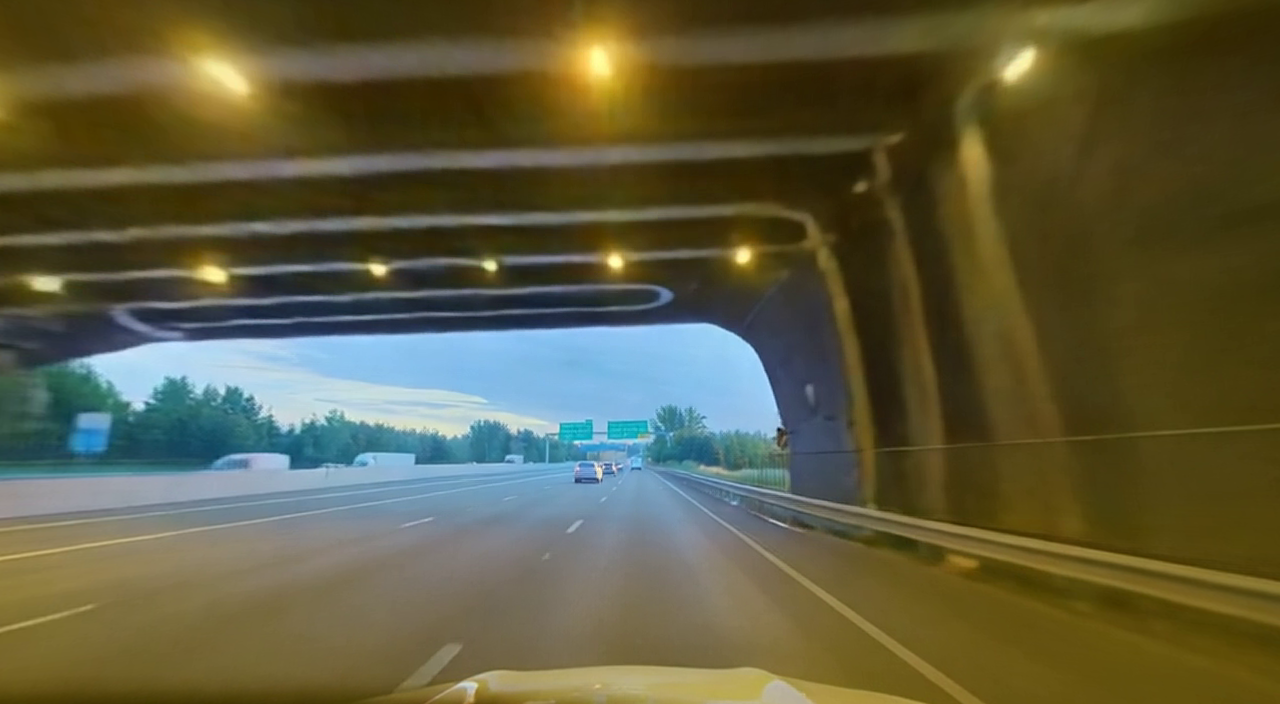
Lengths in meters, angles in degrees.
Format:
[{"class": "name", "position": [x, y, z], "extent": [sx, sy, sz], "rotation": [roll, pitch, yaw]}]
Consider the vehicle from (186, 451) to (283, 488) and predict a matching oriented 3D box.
[{"class": "vehicle", "position": [-25.579, 7.468, 40.066], "extent": [2.197, 2.085, 5.778], "rotation": [1, -11, 0]}]

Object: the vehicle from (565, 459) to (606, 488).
[{"class": "vehicle", "position": [-3.182, 7.230, 37.569], "extent": [2.092, 1.642, 3.895], "rotation": [1, -10, 0]}]
